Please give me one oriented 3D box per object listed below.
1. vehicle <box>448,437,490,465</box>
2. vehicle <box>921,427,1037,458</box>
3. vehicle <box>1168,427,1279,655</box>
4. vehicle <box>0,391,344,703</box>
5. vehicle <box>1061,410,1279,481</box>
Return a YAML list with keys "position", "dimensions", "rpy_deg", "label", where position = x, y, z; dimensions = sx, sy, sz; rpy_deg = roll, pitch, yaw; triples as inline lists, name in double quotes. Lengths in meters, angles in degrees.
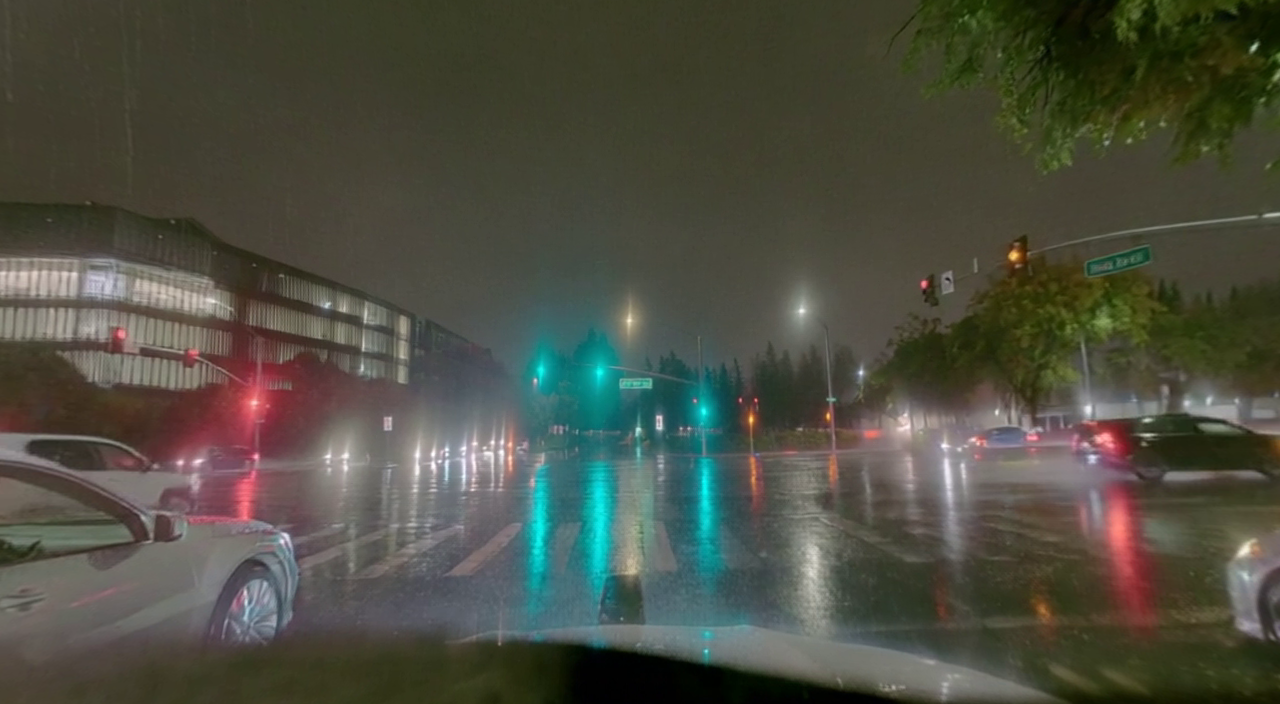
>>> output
- position: [-12.825, 7.412, 47.567]
  dimensions: [2.051, 1.715, 4.346]
  rpy_deg: [-2, -6, -2]
  label: "vehicle"
- position: [16.925, 4.541, 31.688]
  dimensions: [4.660, 1.495, 2.007]
  rpy_deg: [0, -8, -2]
  label: "vehicle"
- position: [4.937, 0.989, 2.559]
  dimensions: [1.949, 1.449, 4.530]
  rpy_deg: [-1, -8, 5]
  label: "vehicle"
- position: [-3.063, 0.891, 2.152]
  dimensions: [1.919, 1.478, 4.720]
  rpy_deg: [0, -8, -1]
  label: "vehicle"
- position: [15.281, 2.682, 18.139]
  dimensions: [4.778, 1.871, 2.109]
  rpy_deg: [-1, -8, 3]
  label: "vehicle"
